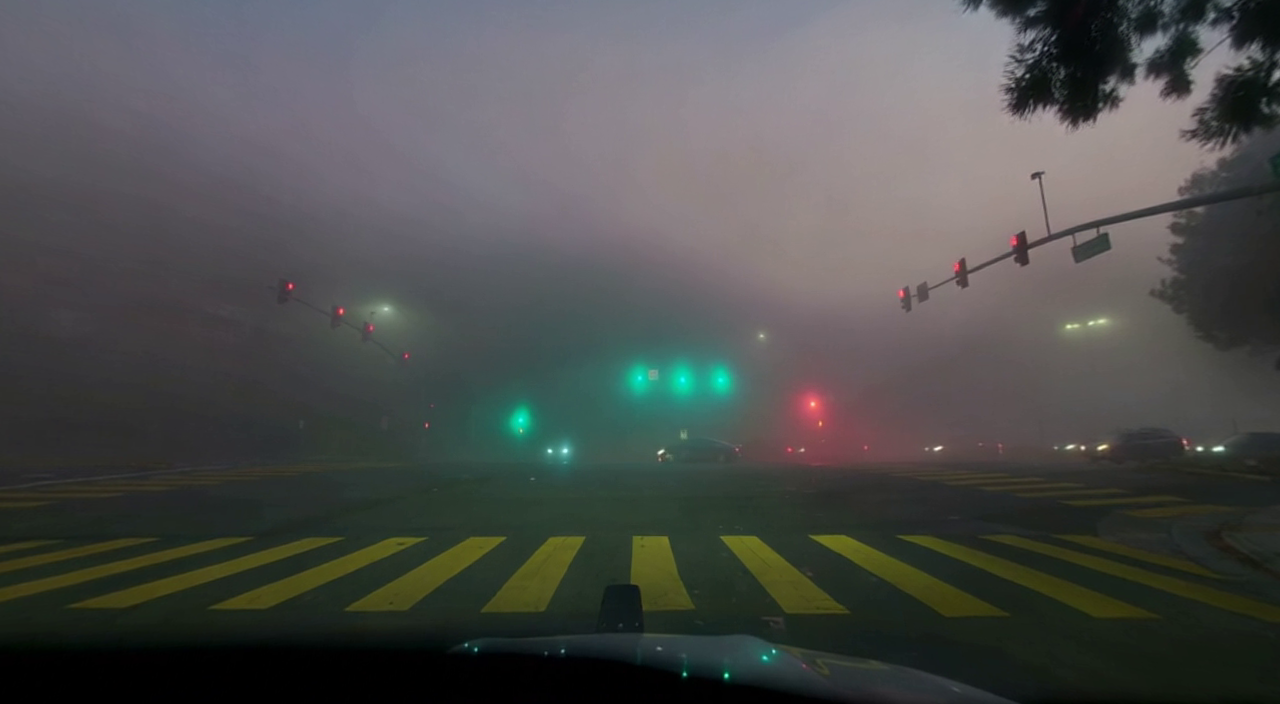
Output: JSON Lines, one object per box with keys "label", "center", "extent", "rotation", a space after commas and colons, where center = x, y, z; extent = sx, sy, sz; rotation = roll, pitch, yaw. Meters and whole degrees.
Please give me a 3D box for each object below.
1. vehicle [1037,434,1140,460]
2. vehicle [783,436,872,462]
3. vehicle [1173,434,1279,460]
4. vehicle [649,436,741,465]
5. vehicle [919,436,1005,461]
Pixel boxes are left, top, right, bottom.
{"label": "vehicle", "center": [25.916, 5.508, 36.607], "extent": [4.519, 1.476, 1.767], "rotation": [0, -9, 1]}
{"label": "vehicle", "center": [10.921, 5.663, 36.950], "extent": [4.631, 1.435, 1.715], "rotation": [0, -9, 0]}
{"label": "vehicle", "center": [34.261, 5.511, 36.723], "extent": [4.724, 1.452, 1.870], "rotation": [0, -9, 0]}
{"label": "vehicle", "center": [2.837, 5.166, 33.197], "extent": [4.629, 1.423, 1.833], "rotation": [0, -9, -1]}
{"label": "vehicle", "center": [20.376, 6.123, 40.054], "extent": [4.443, 1.472, 1.794], "rotation": [0, -9, 1]}
